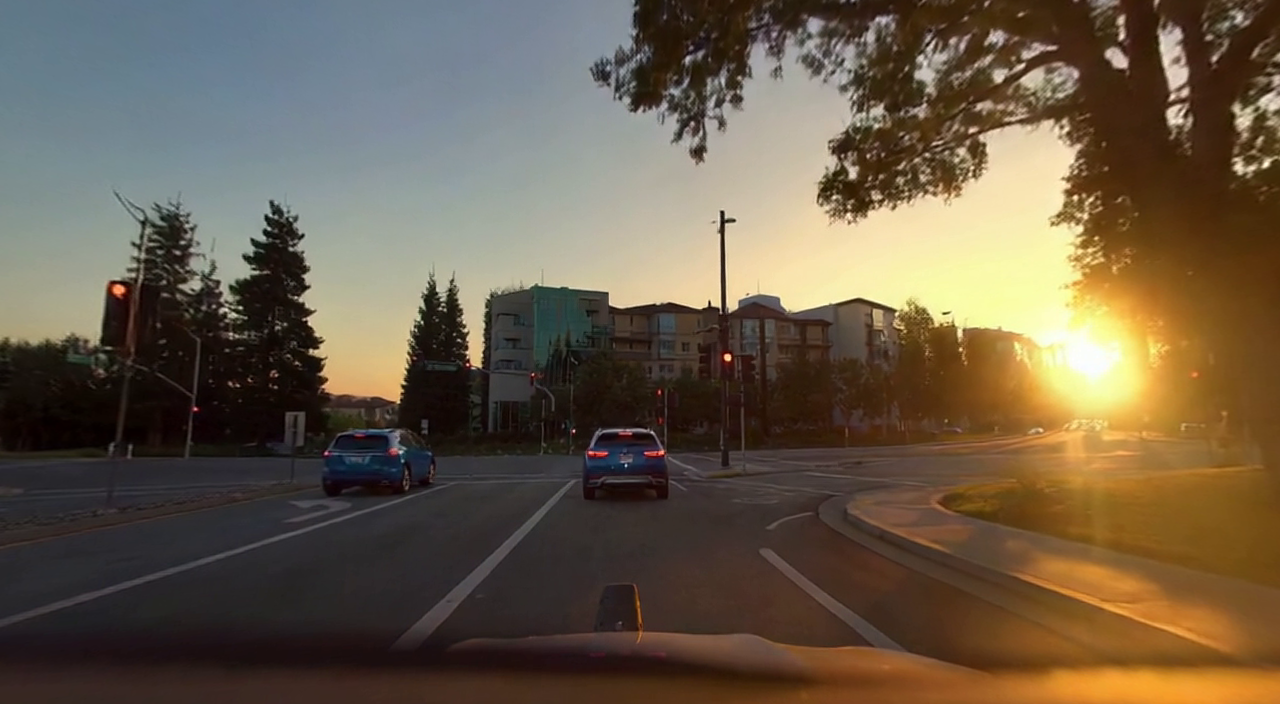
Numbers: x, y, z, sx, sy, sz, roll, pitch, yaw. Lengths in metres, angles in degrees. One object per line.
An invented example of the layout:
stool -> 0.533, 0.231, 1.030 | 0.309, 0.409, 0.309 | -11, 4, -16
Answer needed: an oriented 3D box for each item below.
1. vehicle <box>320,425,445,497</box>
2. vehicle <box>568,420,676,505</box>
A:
vehicle -> -6.811, 2.916, 17.179 | 2.020, 1.695, 4.187 | 1, -8, -6
vehicle -> -0.527, 2.521, 14.742 | 2.154, 1.670, 4.140 | 1, -8, -5
